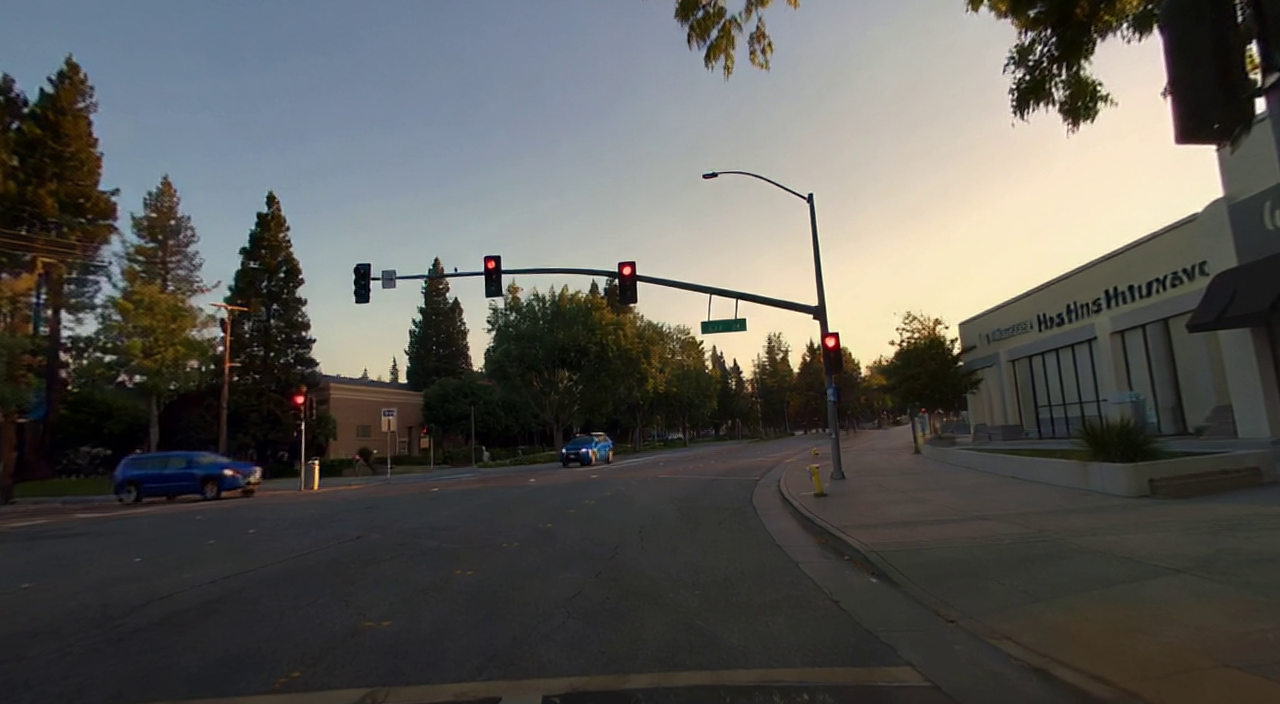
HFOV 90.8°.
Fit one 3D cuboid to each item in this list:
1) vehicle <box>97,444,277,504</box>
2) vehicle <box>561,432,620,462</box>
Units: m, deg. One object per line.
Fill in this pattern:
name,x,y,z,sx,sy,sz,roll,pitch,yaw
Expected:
vehicle,-15.283,4.114,21.499,4.715,1.745,2.026,-3,-9,6
vehicle,-3.153,6.273,41.668,2.244,1.792,4.648,-3,-9,18
